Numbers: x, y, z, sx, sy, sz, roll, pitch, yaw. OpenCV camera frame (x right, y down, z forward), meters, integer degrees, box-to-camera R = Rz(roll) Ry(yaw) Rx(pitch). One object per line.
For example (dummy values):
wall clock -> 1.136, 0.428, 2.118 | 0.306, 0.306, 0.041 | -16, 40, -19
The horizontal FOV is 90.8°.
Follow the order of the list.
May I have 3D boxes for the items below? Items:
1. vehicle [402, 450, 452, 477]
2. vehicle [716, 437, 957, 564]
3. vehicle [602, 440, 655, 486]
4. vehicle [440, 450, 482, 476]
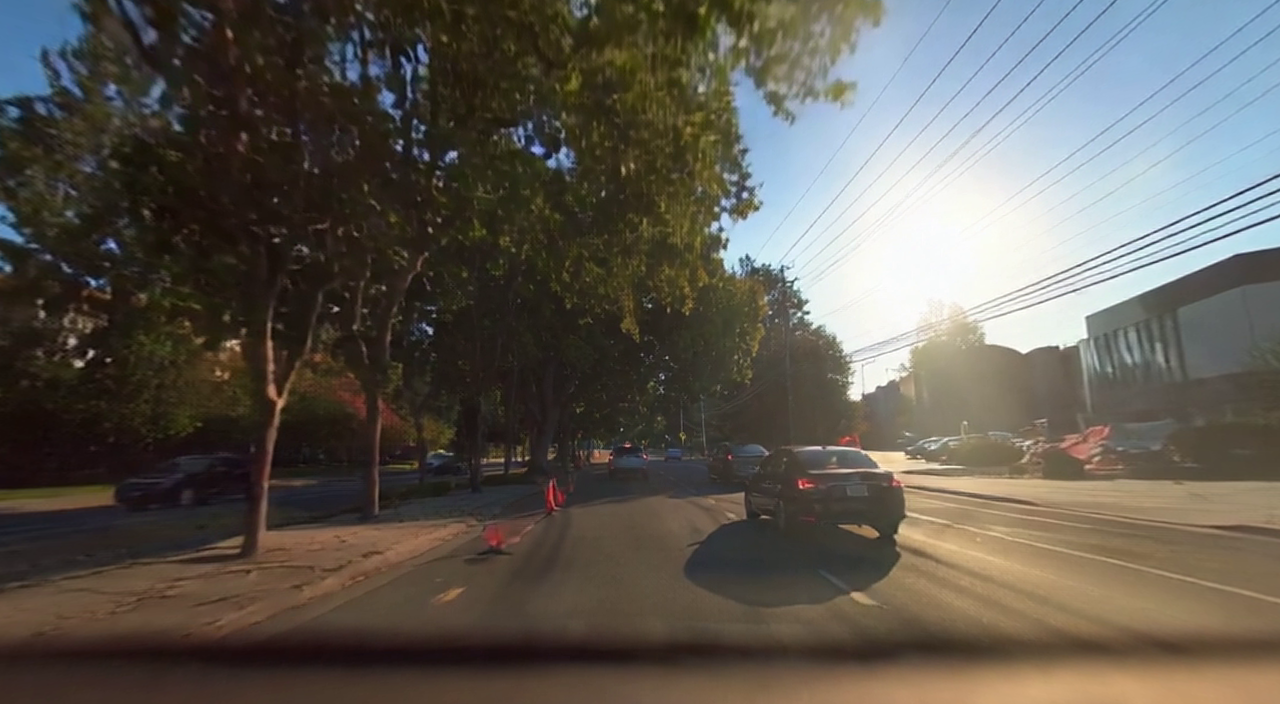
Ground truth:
vehicle -> -16.398, 8.585, 48.893 | 2.016, 1.862, 5.328 | -1, -8, 0
vehicle -> 2.628, 2.104, 9.847 | 1.977, 1.460, 4.565 | 0, -8, -4
vehicle -> -0.447, 4.590, 26.546 | 2.050, 1.745, 3.915 | 0, -8, 0
vehicle -> -12.562, 7.798, 44.590 | 1.871, 1.639, 4.289 | 0, -8, -2
